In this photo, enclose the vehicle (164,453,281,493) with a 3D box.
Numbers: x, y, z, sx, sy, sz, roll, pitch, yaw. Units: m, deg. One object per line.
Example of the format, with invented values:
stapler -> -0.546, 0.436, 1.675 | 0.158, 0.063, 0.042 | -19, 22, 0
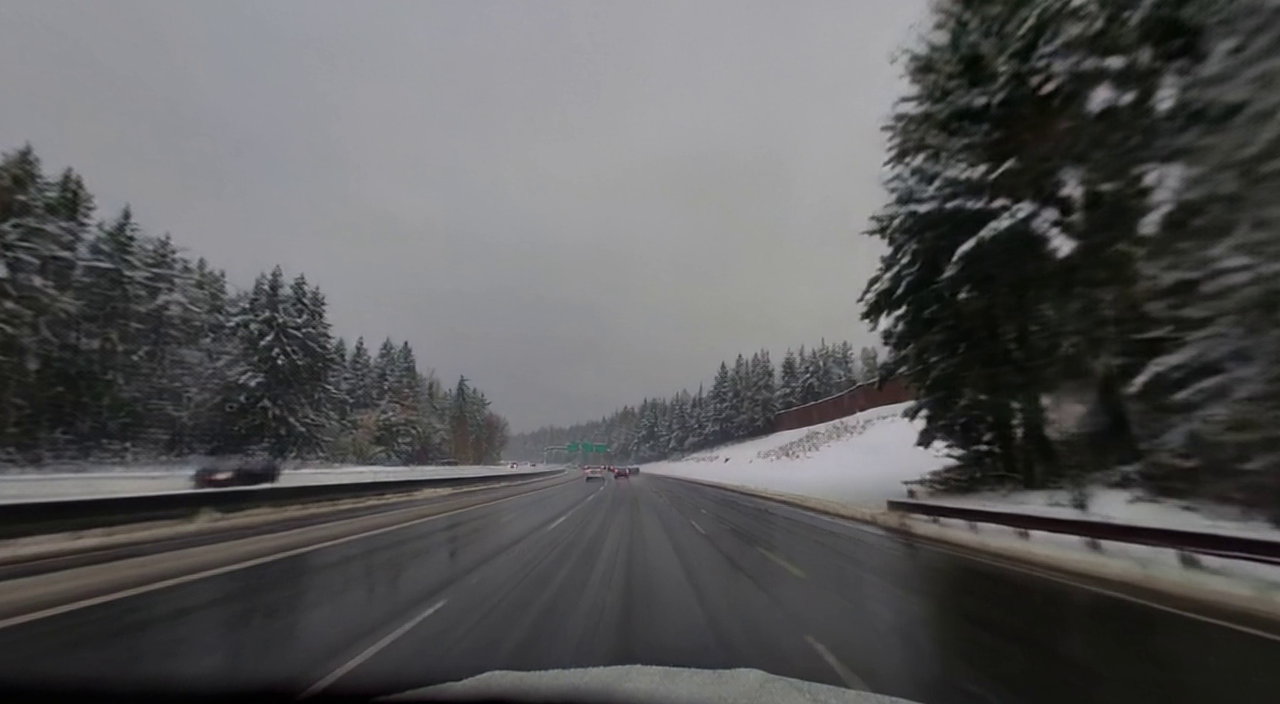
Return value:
vehicle -> -16.492, 4.816, 25.170 | 1.795, 1.451, 4.116 | 1, -10, 0
